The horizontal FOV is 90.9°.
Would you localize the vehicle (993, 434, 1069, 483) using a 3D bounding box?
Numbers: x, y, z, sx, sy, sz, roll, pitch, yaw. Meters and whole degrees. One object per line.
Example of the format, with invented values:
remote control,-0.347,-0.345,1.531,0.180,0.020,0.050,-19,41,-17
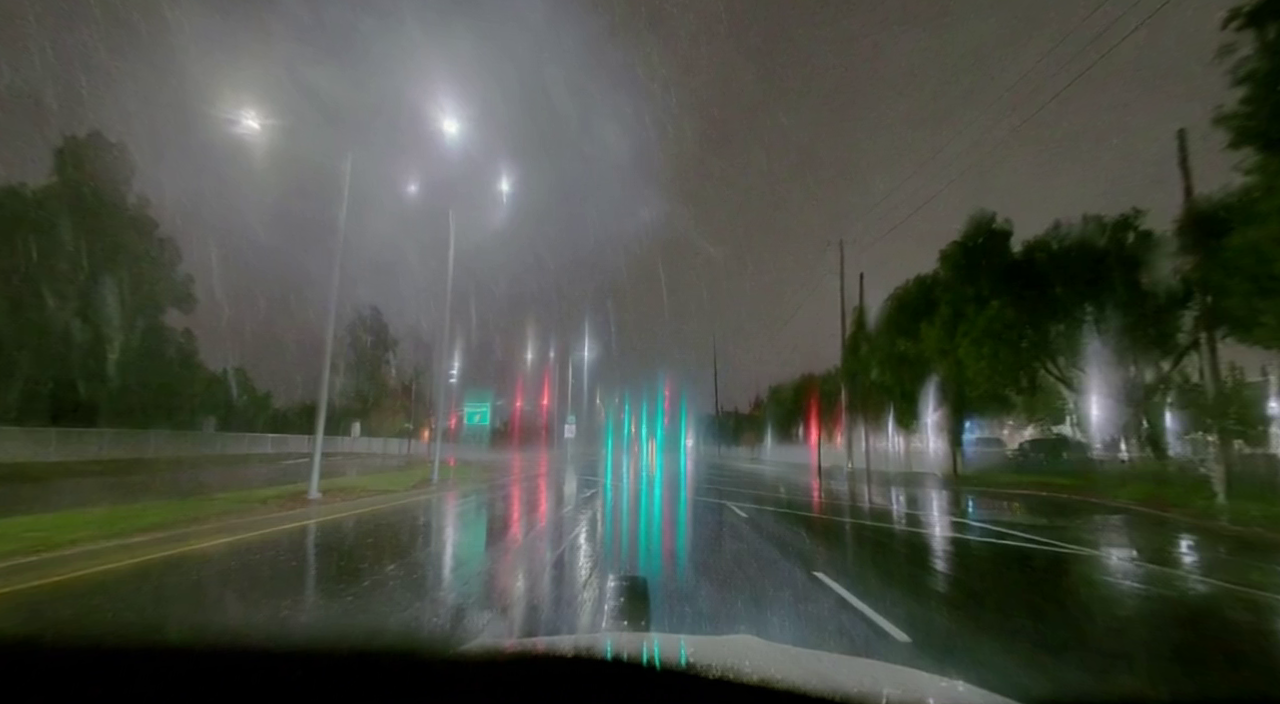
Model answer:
vehicle,15.987,4.351,25.944,1.800,1.840,2.969,-3,-9,16
